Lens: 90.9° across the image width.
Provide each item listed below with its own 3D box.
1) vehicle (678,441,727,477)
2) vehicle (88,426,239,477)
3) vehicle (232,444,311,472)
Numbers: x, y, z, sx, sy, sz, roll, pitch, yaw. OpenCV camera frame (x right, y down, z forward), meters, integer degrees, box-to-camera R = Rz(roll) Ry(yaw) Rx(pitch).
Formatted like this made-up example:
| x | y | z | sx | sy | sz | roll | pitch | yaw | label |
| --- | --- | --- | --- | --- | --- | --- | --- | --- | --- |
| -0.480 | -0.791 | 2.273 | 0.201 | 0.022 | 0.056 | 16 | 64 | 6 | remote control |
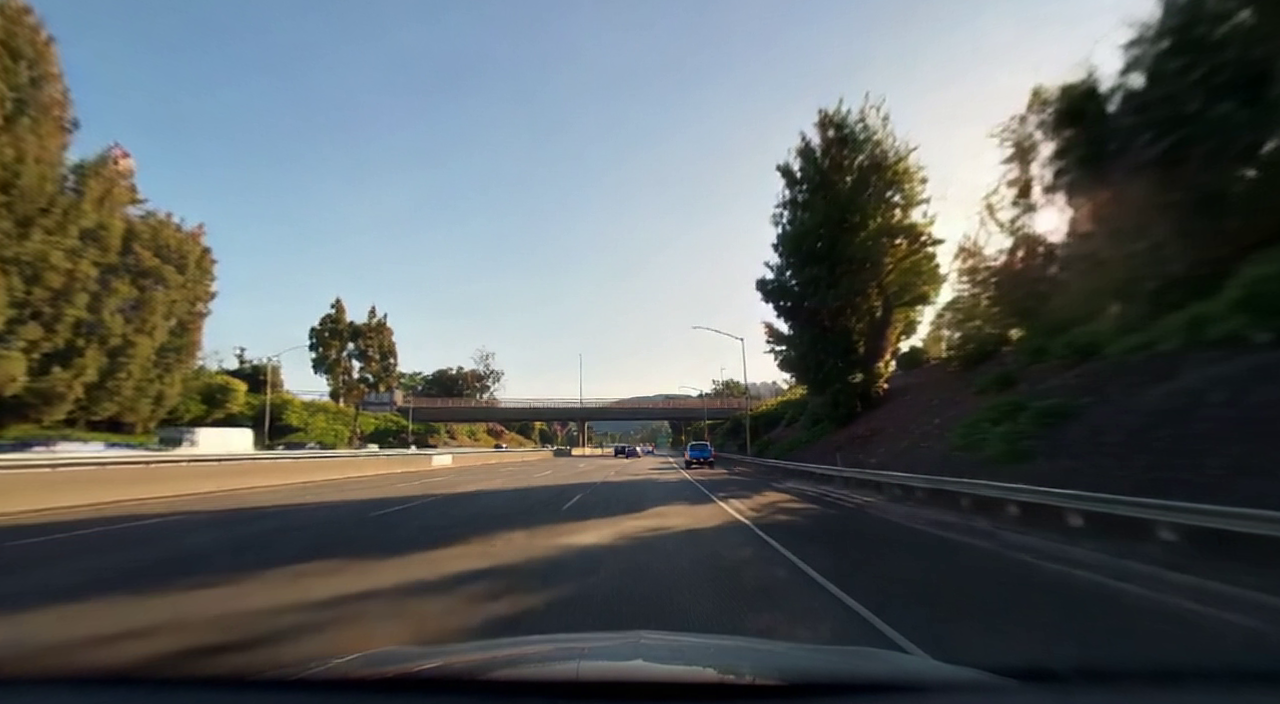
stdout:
| x | y | z | sx | sy | sz | roll | pitch | yaw | label |
| --- | --- | --- | --- | --- | --- | --- | --- | --- | --- |
| 2.981 | 5.236 | 31.187 | 2.010 | 1.637 | 4.940 | 0 | -9 | 1 | vehicle |
| -23.720 | 5.018 | 31.888 | 2.808 | 2.299 | 6.041 | 0 | -8 | 1 | vehicle |
| -20.416 | 5.871 | 35.173 | 1.833 | 1.457 | 4.188 | 0 | -9 | 0 | vehicle |
